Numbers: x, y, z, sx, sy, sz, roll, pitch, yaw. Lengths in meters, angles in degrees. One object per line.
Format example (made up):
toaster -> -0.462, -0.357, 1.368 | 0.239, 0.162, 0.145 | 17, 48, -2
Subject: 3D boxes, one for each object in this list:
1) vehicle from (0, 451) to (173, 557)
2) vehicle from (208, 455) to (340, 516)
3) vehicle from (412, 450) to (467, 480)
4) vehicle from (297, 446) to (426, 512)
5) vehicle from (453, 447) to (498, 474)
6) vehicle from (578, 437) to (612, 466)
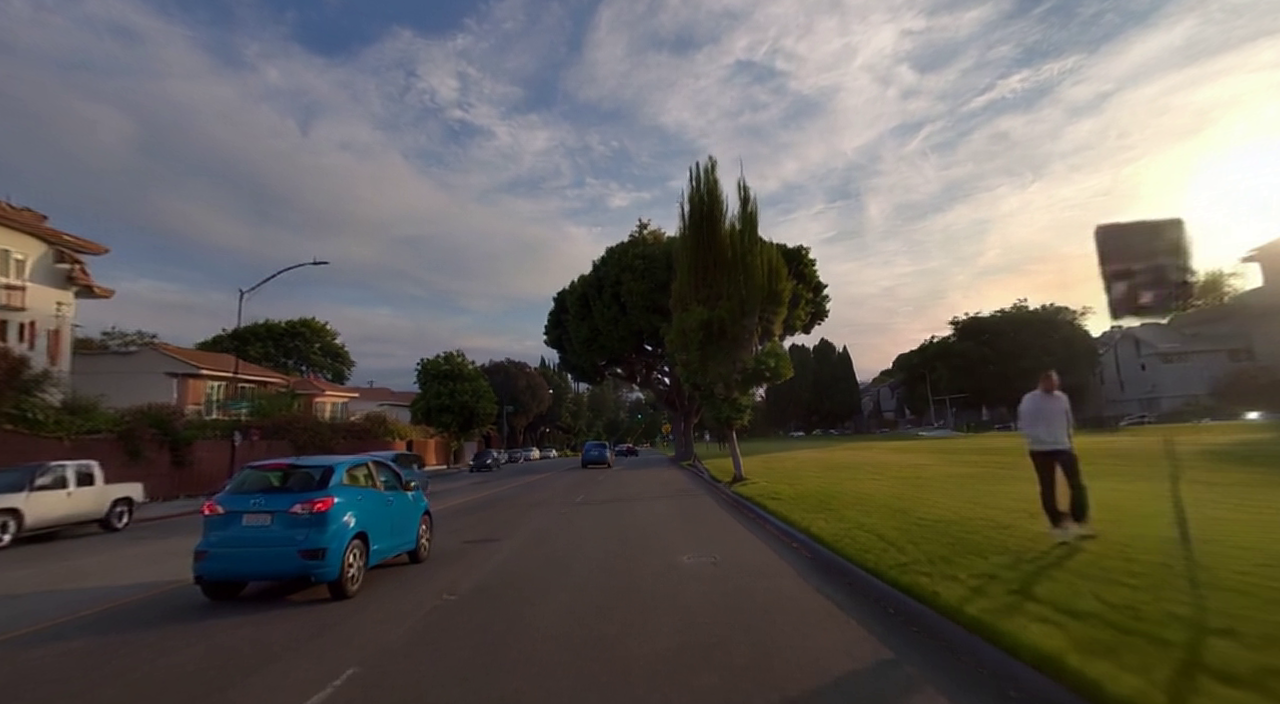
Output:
vehicle -> -12.187, 2.922, 12.548 | 1.904, 1.728, 4.997 | 1, -8, -1
vehicle -> -12.221, 4.426, 21.355 | 1.910, 1.462, 4.581 | -4, -7, -2
vehicle -> -12.237, 6.894, 38.651 | 2.106, 1.701, 4.629 | 0, -8, -3
vehicle -> -9.032, 4.110, 20.917 | 2.019, 1.907, 4.697 | 0, -8, 1
vehicle -> -12.143, 8.001, 46.606 | 2.066, 1.785, 4.608 | 1, -8, 0
vehicle -> -2.922, 6.624, 41.806 | 1.908, 1.809, 4.230 | 0, -8, 1
